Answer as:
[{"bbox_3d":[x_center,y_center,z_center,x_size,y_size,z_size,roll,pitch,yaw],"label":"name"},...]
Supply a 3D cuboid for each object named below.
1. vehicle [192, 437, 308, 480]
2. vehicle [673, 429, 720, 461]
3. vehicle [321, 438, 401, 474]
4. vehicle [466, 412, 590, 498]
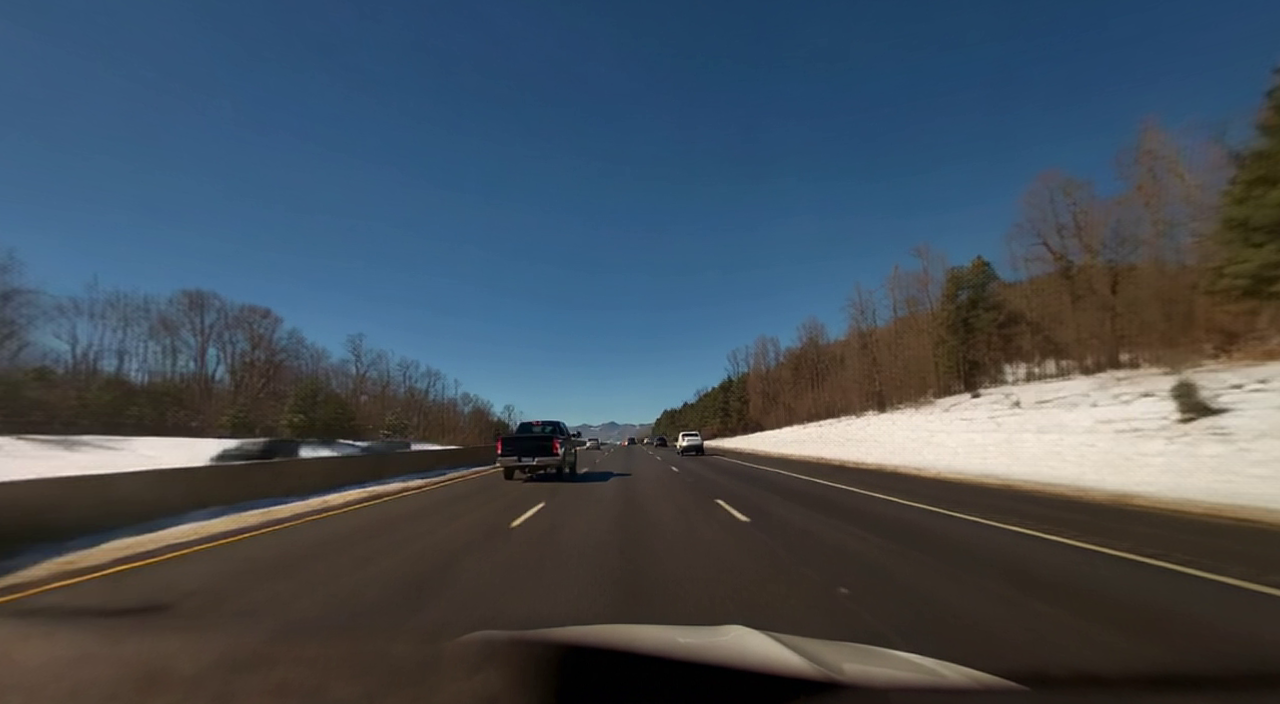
[{"bbox_3d":[-15.815,4.308,25.859,1.939,1.553,4.619,0,-8,-2],"label":"vehicle"},{"bbox_3d":[3.164,5.323,36.078,2.124,1.696,4.173,0,-8,-2],"label":"vehicle"},{"bbox_3d":[-12.422,4.609,28.313,1.832,1.464,4.110,0,-8,-2],"label":"vehicle"},{"bbox_3d":[-2.555,2.495,15.661,2.185,1.772,4.656,-1,-8,0],"label":"vehicle"}]
